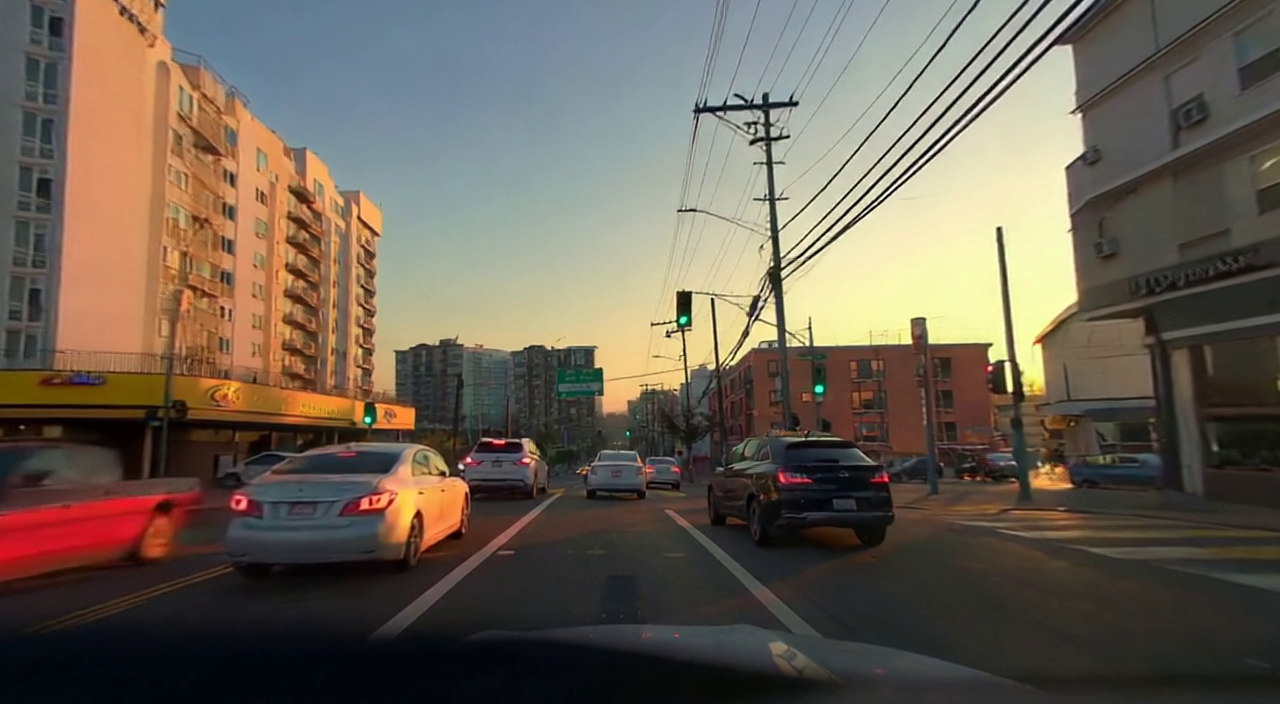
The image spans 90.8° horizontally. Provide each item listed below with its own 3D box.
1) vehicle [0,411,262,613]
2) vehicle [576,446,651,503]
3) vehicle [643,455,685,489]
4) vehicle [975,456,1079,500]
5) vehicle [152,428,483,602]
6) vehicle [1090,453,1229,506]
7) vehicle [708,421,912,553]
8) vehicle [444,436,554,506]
[{"bbox_3d":[-6.651,1.649,7.258,2.069,1.735,4.240,0,-8,-2],"label":"vehicle"},{"bbox_3d":[-0.792,3.565,18.848,1.999,1.487,3.939,0,-8,-2],"label":"vehicle"},{"bbox_3d":[1.279,6.710,35.506,1.953,1.687,4.094,0,-8,-4],"label":"vehicle"},{"bbox_3d":[15.201,4.924,25.141,1.959,1.482,4.664,-2,-8,12],"label":"vehicle"},{"bbox_3d":[-3.310,1.715,7.663,1.932,1.458,4.330,0,-8,-3],"label":"vehicle"},{"bbox_3d":[20.658,5.039,25.423,1.878,1.680,4.244,-2,-7,-1],"label":"vehicle"},{"bbox_3d":[2.389,2.010,10.155,1.945,1.647,4.160,0,-8,-3],"label":"vehicle"},{"bbox_3d":[-3.809,3.278,17.949,2.221,1.706,4.451,0,-8,-2],"label":"vehicle"}]
